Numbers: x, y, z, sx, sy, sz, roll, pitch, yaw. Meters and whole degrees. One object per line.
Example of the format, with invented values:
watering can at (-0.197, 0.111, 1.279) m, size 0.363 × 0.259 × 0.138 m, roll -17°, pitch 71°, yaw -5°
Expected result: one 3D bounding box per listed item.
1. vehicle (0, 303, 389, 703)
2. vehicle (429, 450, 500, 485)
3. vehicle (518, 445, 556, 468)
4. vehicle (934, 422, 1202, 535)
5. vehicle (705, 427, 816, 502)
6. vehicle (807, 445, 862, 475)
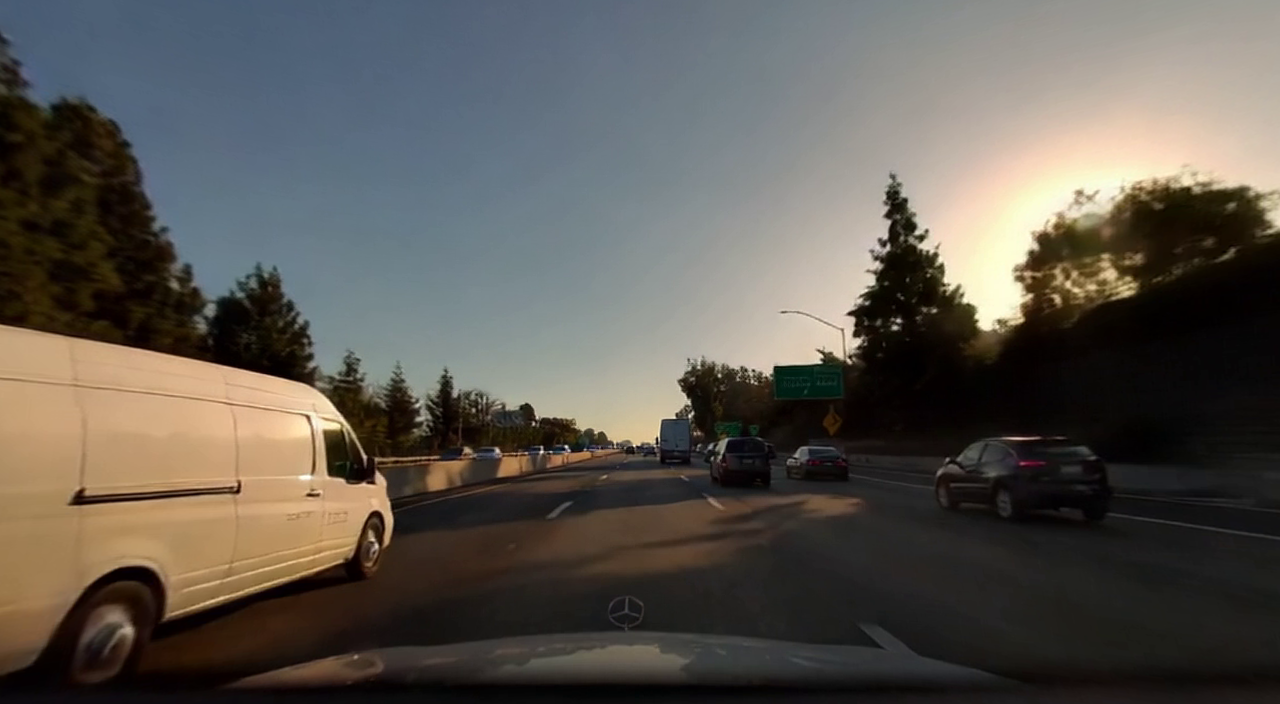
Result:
vehicle at (-3.722, 0.926, 3.710) m, size 2.159 × 1.922 × 5.345 m, roll 0°, pitch -8°, yaw 1°
vehicle at (-8.024, 5.294, 29.248) m, size 1.911 × 1.440 × 4.514 m, roll 0°, pitch -8°, yaw 1°
vehicle at (-7.662, 7.805, 47.368) m, size 2.012 × 1.669 × 4.599 m, roll 0°, pitch -8°, yaw 2°
vehicle at (7.507, 2.235, 11.757) m, size 1.976 × 1.703 × 4.288 m, roll 0°, pitch -8°, yaw 0°
vehicle at (3.295, 3.187, 18.308) m, size 2.209 × 1.862 × 4.717 m, roll 0°, pitch -8°, yaw -1°
vehicle at (10.174, 5.655, 33.281) m, size 1.827 × 1.493 × 3.919 m, roll 0°, pitch -8°, yaw 3°
